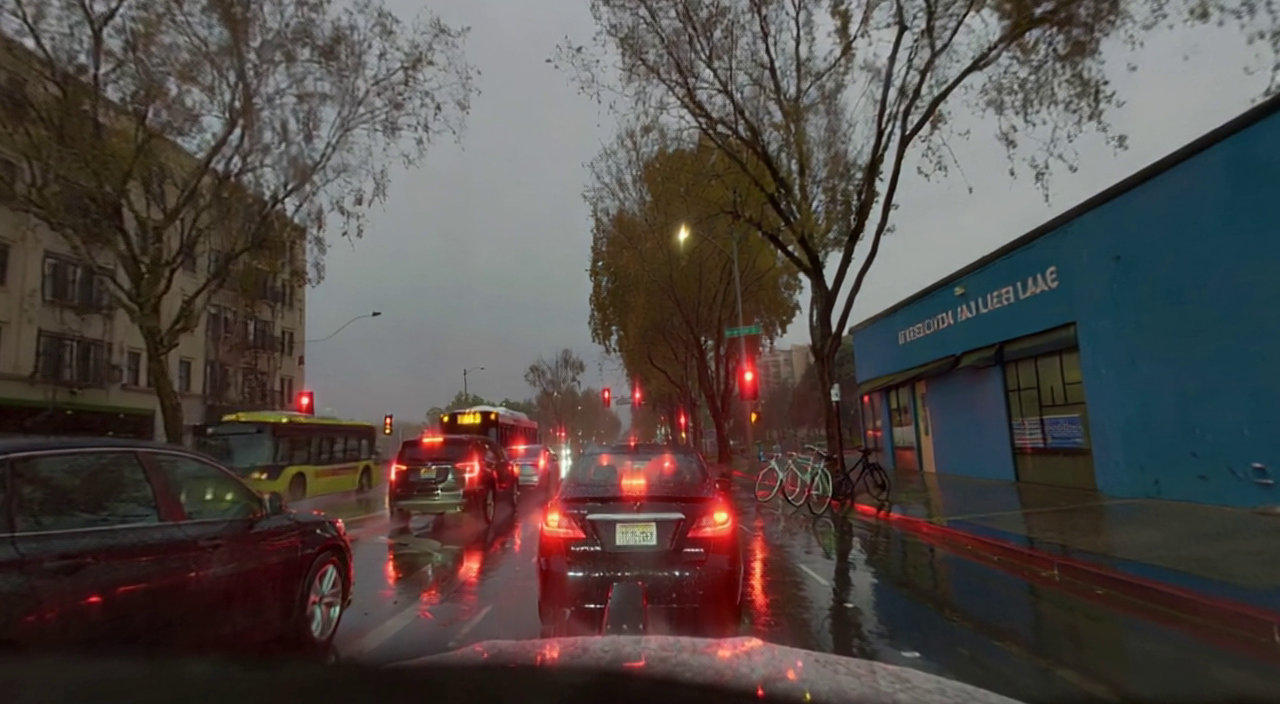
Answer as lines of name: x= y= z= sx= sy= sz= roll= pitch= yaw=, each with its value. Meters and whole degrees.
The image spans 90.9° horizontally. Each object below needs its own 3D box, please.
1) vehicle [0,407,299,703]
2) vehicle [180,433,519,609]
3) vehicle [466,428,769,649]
vehicle: x=-3.165 y=0.874 z=1.719 sx=1.867 sy=1.486 sz=4.452 roll=0 pitch=-8 yaw=2
vehicle: x=-2.912 y=1.767 z=7.638 sx=1.944 sy=1.481 sz=4.385 roll=0 pitch=-8 yaw=1
vehicle: x=-0.137 y=1.534 z=6.186 sx=2.031 sy=1.461 sz=3.763 roll=0 pitch=-8 yaw=0
